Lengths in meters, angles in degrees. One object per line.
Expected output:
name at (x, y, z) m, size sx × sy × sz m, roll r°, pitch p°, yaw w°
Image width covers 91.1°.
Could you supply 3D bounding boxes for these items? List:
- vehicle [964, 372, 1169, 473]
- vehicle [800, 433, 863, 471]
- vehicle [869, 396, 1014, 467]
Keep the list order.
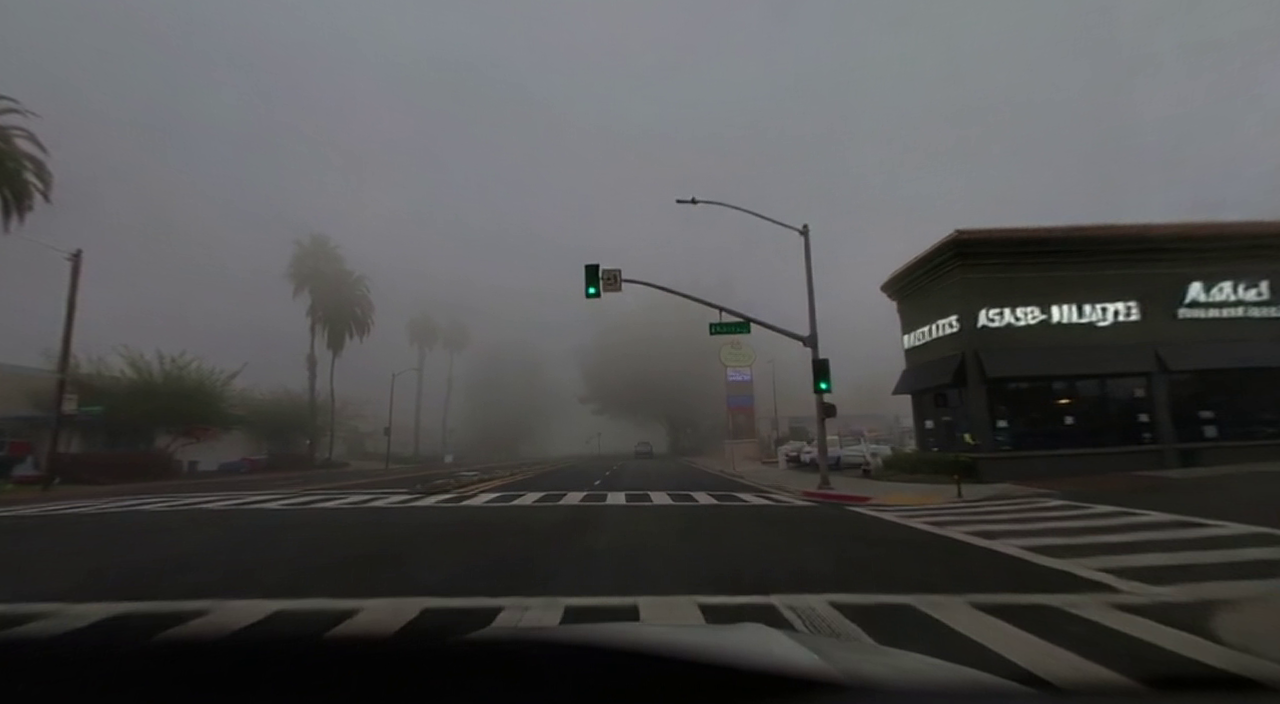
vehicle at (15.787, 2.868, 24.262) m, size 3.161 × 3.209 × 7.934 m, roll -1°, pitch -9°, yaw 8°
vehicle at (9.704, 5.138, 32.166) m, size 1.655 × 1.820 × 3.969 m, roll 0°, pitch -10°, yaw -5°
vehicle at (16.060, 4.500, 34.731) m, size 2.814 × 3.328 × 10.467 m, roll 0°, pitch -9°, yaw 0°
